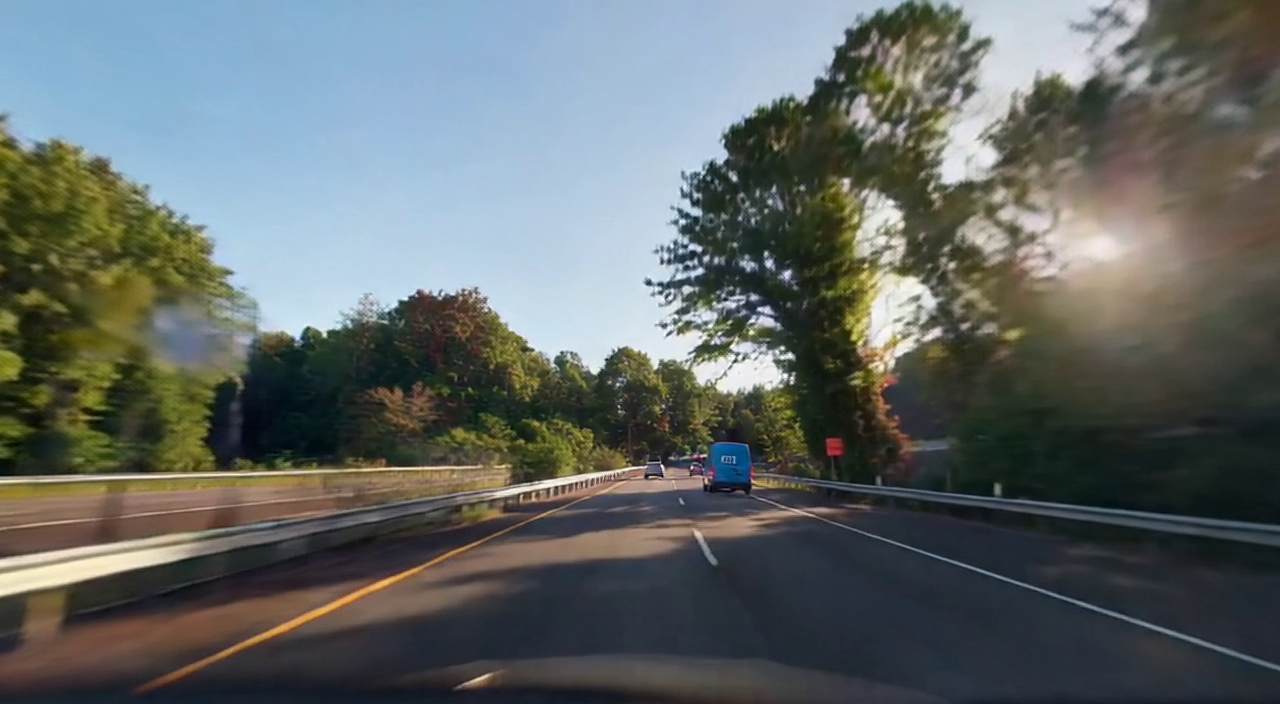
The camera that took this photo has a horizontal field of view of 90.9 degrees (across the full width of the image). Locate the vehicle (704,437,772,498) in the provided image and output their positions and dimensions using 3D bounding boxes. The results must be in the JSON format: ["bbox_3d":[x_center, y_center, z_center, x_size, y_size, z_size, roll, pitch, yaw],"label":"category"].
[{"bbox_3d":[4.554,5.547,30.230,2.366,2.595,5.793,1,-11,1],"label":"vehicle"}]
